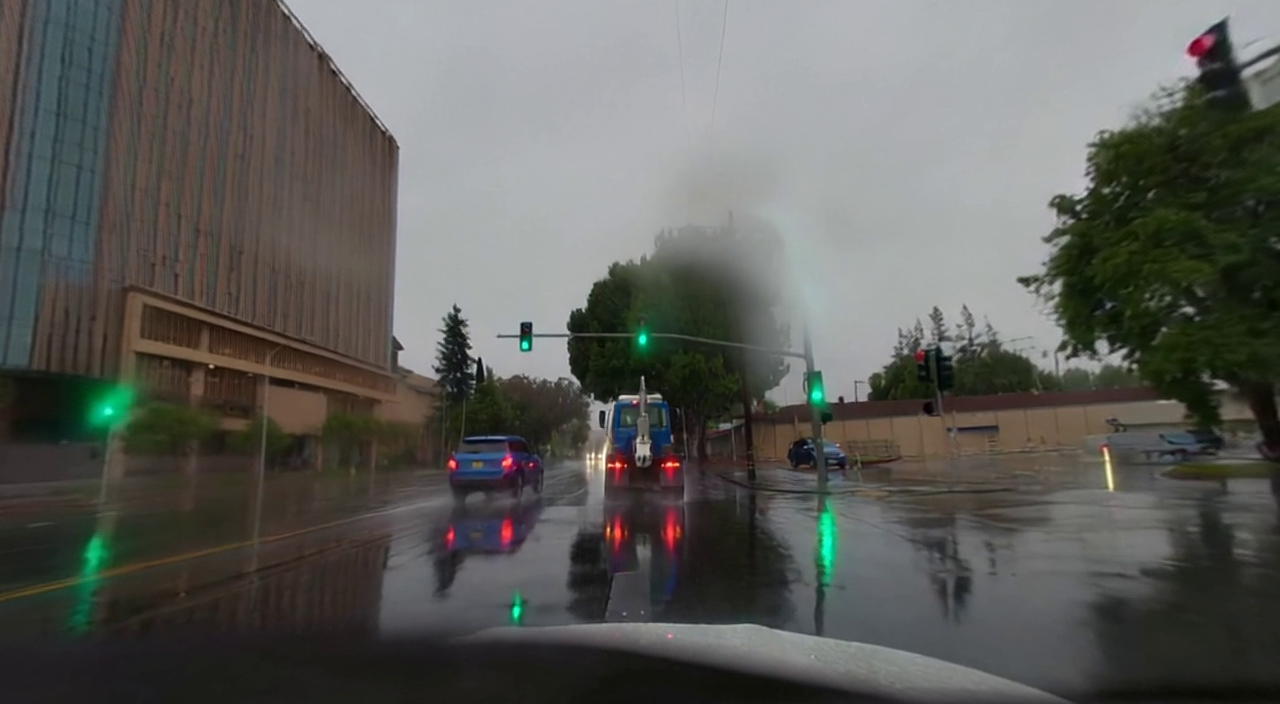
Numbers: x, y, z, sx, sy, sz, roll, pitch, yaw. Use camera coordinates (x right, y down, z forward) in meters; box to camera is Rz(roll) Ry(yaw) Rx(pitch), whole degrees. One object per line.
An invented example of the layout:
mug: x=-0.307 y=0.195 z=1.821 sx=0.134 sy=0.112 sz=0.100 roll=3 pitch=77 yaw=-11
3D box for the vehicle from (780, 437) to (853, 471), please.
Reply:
vehicle: x=10.131 y=5.898 z=36.664 sx=2.186 sy=1.783 sz=4.716 roll=0 pitch=-9 yaw=-11

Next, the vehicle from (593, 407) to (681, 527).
vehicle: x=-0.215 y=4.213 z=24.075 sx=2.552 sy=3.461 sz=11.044 roll=0 pitch=-9 yaw=-1

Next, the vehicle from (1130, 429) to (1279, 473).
vehicle: x=20.775 y=3.657 z=23.081 sx=1.767 sy=1.440 sz=4.261 roll=1 pitch=-10 yaw=-10

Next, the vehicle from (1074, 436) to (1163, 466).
vehicle: x=25.454 y=5.255 z=33.574 sx=3.565 sy=1.369 sz=1.647 roll=-1 pitch=-9 yaw=-12

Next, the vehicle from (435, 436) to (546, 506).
vehicle: x=-3.961 y=3.222 z=17.529 sx=2.081 sy=1.688 sz=4.235 roll=0 pitch=-9 yaw=0
